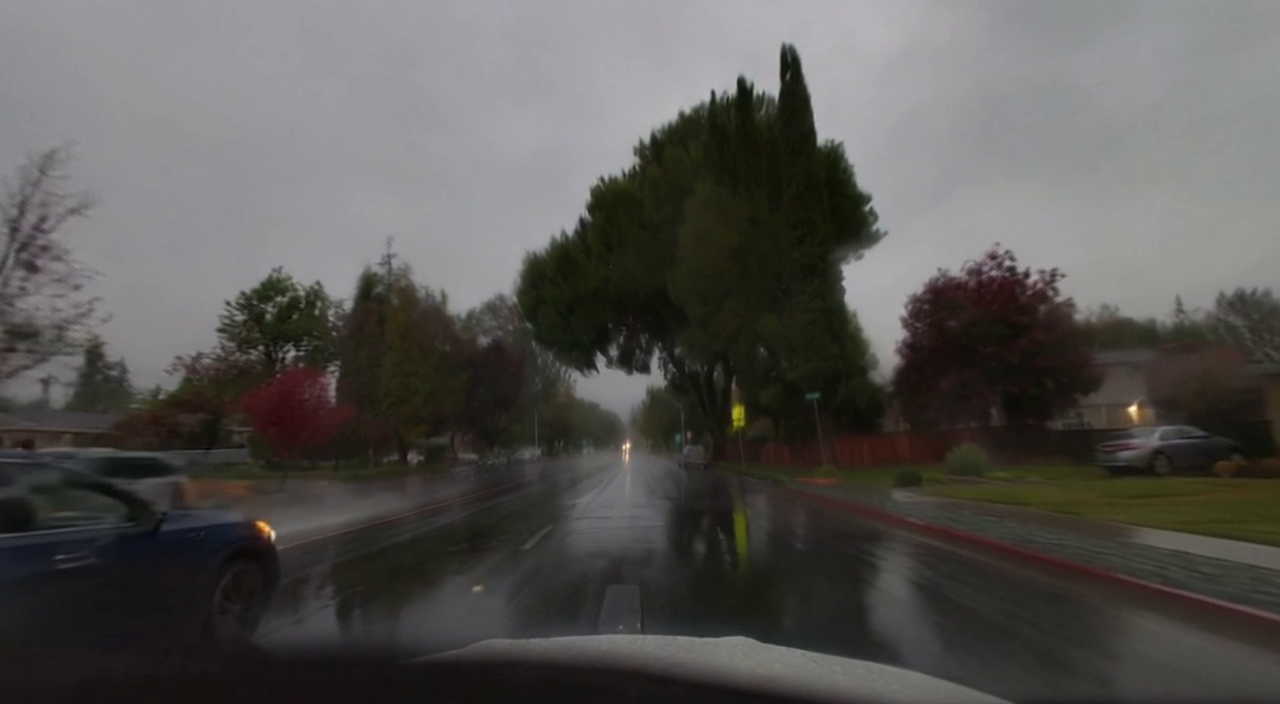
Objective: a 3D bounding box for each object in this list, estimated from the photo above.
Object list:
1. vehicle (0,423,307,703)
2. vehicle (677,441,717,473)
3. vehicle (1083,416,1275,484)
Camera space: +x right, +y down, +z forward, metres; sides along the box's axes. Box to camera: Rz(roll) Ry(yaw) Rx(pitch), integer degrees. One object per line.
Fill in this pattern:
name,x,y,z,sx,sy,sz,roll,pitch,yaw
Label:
vehicle,-3.389,0.983,2.203,1.969,1.459,4.619,0,-8,0
vehicle,3.591,6.718,40.649,2.130,1.873,4.886,0,-8,0
vehicle,15.216,2.791,17.869,4.362,1.702,2.333,4,-10,-24
